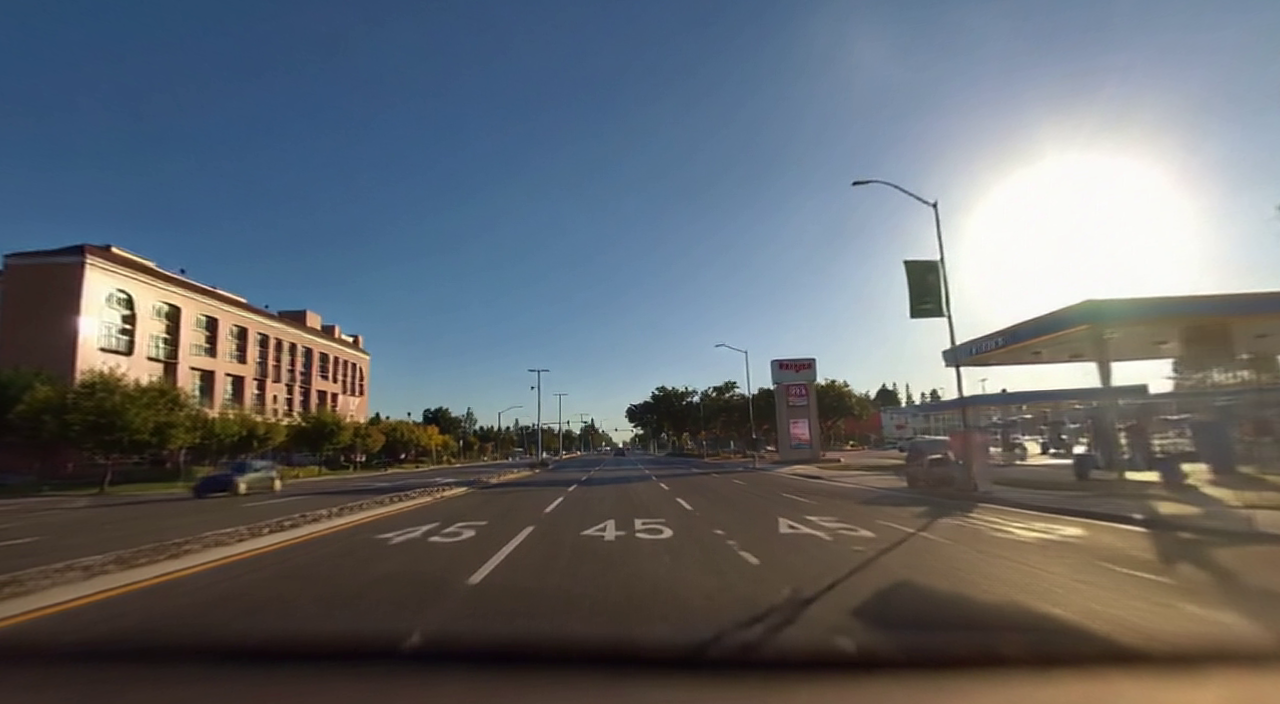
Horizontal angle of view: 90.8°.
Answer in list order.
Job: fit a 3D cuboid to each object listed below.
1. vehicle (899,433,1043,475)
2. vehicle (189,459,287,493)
[{"bbox_3d":[12.934,4.010,24.901,4.548,1.568,1.953,0,-9,-2],"label":"vehicle"},{"bbox_3d":[-20.095,6.194,31.845,1.927,1.497,4.393,-1,-9,1],"label":"vehicle"}]
